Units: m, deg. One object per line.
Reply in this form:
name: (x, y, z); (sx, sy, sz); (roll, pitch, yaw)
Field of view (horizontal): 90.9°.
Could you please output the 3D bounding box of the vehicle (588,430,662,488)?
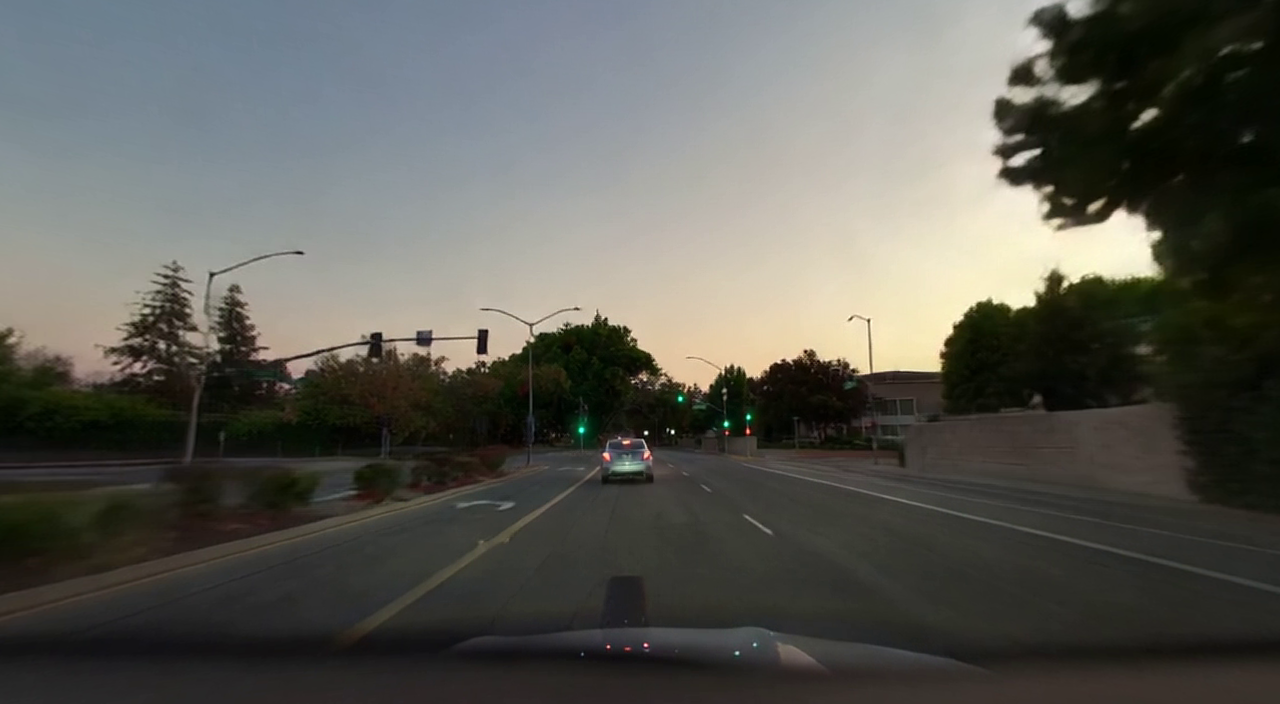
vehicle: (-0.468, 3.517, 20.983); (2.192, 1.734, 4.176); (0, -8, -1)
